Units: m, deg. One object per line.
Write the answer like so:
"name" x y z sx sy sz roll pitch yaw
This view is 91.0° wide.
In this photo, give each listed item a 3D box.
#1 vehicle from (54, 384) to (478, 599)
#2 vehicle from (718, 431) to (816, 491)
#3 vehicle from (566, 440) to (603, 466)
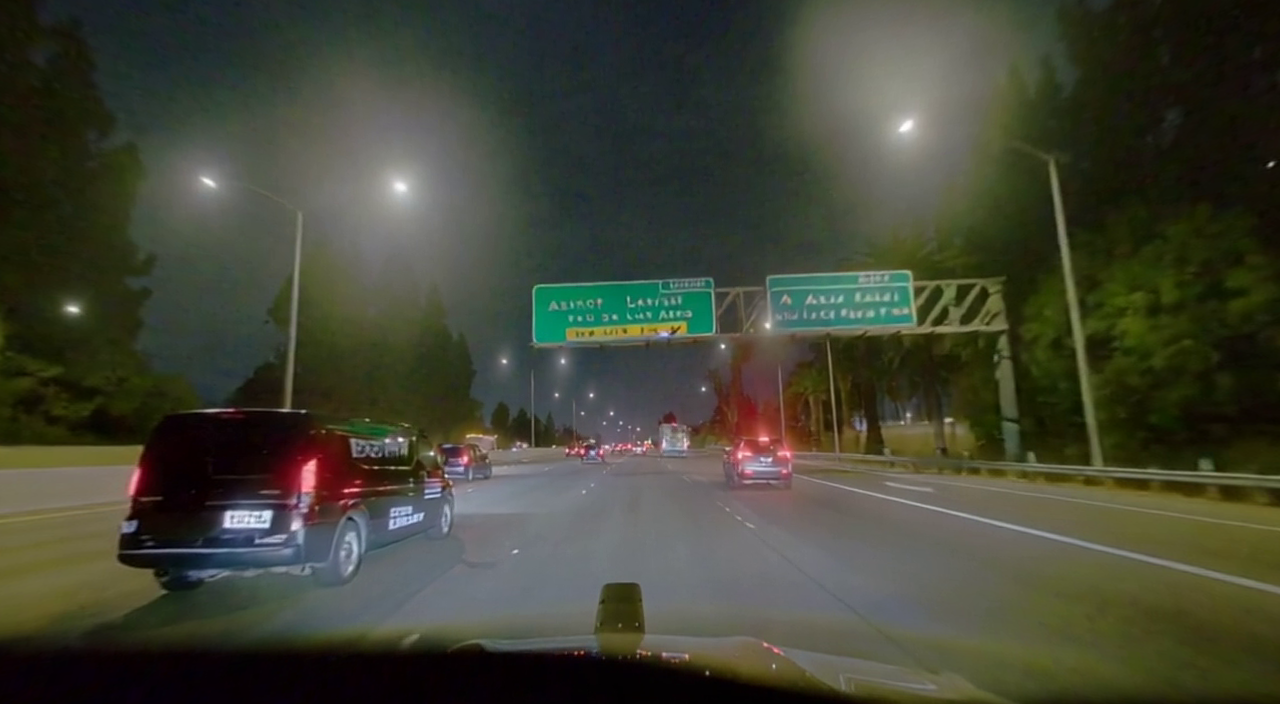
"vehicle" -3.953 1.613 8.234 2.215 1.859 5.375 0 -9 0
"vehicle" 3.876 3.434 20.117 2.124 1.674 4.494 0 -9 -1
"vehicle" -3.671 6.775 42.322 2.017 1.683 4.094 0 -9 1
